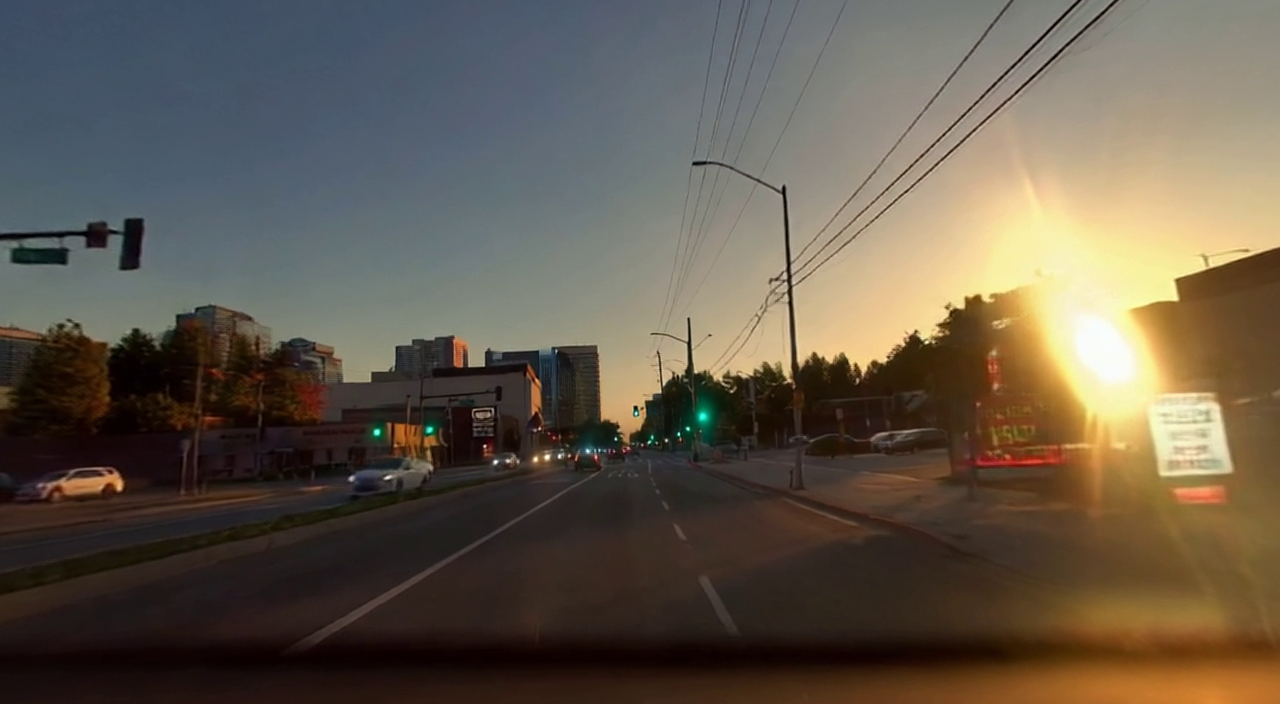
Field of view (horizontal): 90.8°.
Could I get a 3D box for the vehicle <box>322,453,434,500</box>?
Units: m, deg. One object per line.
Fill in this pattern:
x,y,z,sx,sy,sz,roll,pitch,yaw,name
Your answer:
-9.647,4.578,23.793,1.994,1.550,5.009,0,-9,1,vehicle

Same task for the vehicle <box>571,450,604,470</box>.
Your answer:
-3.832,7.939,46.479,1.962,1.420,4.021,0,-9,1,vehicle

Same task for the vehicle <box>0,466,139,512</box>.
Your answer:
-26.927,6.251,29.220,2.059,1.804,5.347,-5,-10,27,vehicle
